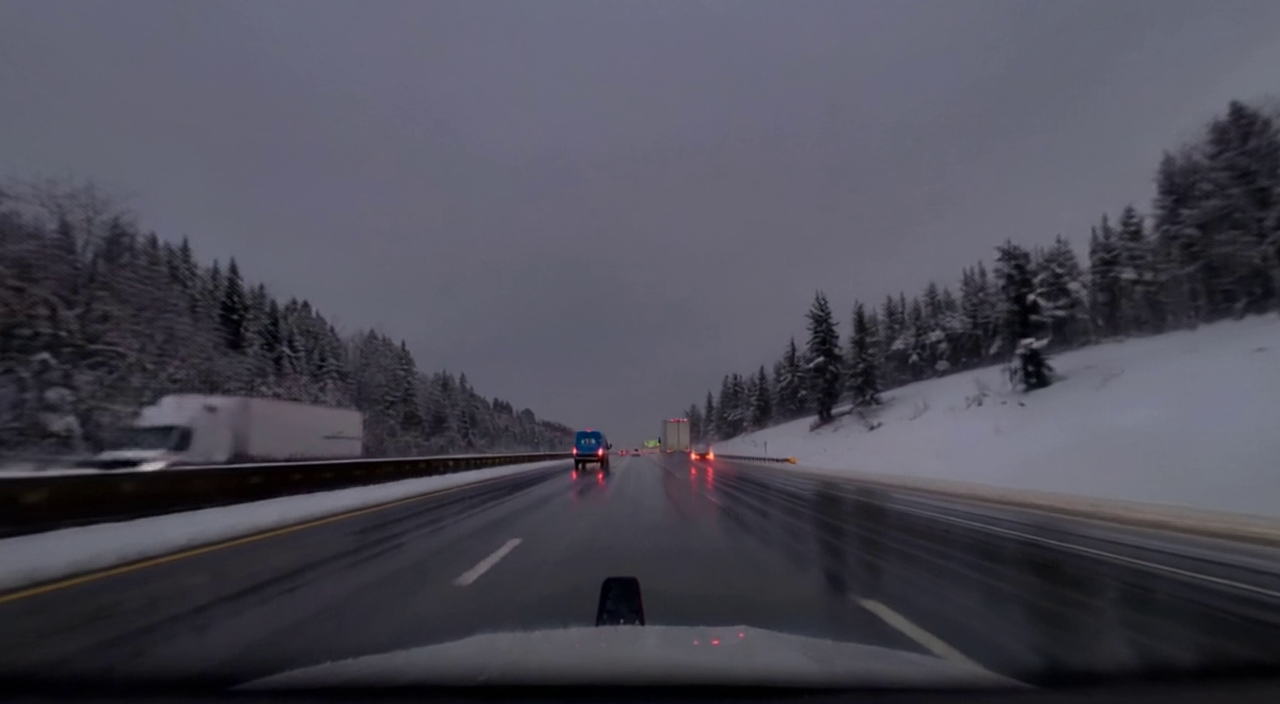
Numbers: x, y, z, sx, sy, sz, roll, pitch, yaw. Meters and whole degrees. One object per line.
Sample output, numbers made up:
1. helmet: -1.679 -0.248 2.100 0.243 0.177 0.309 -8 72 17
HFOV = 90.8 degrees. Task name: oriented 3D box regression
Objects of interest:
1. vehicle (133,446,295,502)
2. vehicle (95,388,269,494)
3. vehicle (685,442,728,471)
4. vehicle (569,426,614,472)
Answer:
1. vehicle: -12.440 3.562 18.844 1.829 1.445 4.332 0 -9 0
2. vehicle: -20.378 4.068 28.693 3.054 4.226 6.203 0 -9 0
3. vehicle: 3.956 6.323 38.339 2.066 1.638 4.158 0 -9 -2
4. vehicle: -2.993 6.209 40.385 2.380 2.648 6.879 0 -9 -1
